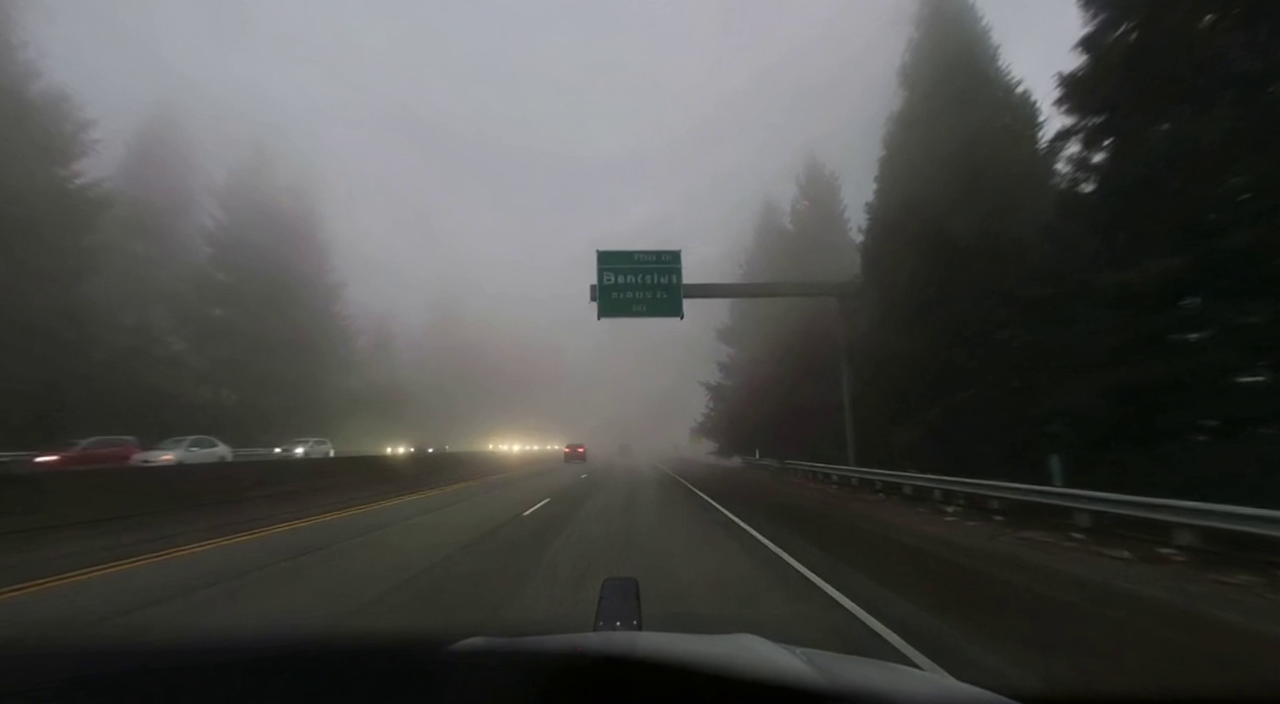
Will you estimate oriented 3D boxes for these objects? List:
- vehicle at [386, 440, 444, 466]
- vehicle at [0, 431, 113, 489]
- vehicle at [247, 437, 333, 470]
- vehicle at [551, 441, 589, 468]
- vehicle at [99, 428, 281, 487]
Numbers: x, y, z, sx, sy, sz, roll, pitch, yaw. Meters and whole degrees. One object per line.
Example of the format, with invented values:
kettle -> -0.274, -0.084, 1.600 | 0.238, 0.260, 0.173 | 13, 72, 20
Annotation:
vehicle -> -13.361, 6.035, 37.487 | 1.962, 1.459, 4.239 | 0, -9, -1
vehicle -> -17.616, 2.996, 17.460 | 1.946, 1.479, 4.538 | 0, -9, -1
vehicle -> -17.484, 5.080, 31.561 | 2.077, 1.531, 4.043 | 0, -9, -1
vehicle -> -4.542, 6.744, 41.428 | 2.098, 1.692, 4.038 | 0, -9, -1
vehicle -> -13.098, 3.126, 18.738 | 1.951, 1.520, 4.759 | 0, -9, 0
